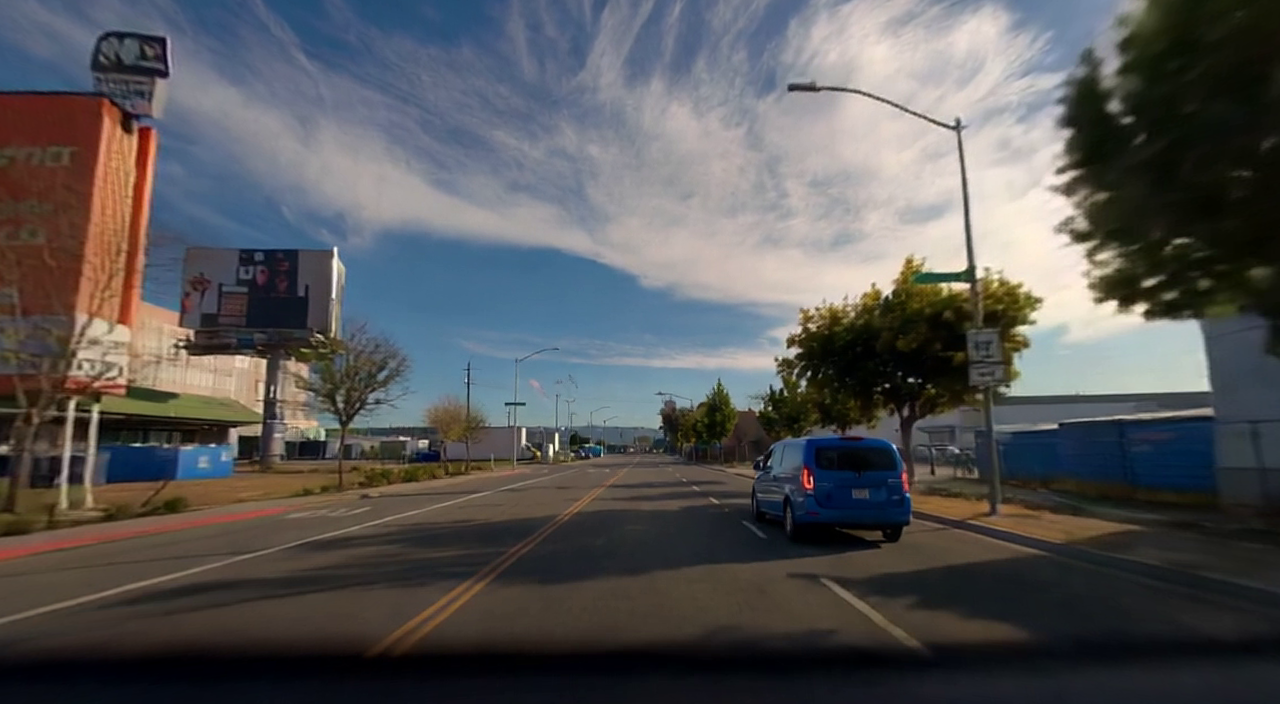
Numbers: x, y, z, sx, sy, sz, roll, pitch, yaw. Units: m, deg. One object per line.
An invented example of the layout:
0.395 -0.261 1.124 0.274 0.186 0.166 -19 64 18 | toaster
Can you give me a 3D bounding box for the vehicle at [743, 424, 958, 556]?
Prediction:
3.370 2.321 11.366 2.202 1.822 4.826 1 -9 0 | vehicle
